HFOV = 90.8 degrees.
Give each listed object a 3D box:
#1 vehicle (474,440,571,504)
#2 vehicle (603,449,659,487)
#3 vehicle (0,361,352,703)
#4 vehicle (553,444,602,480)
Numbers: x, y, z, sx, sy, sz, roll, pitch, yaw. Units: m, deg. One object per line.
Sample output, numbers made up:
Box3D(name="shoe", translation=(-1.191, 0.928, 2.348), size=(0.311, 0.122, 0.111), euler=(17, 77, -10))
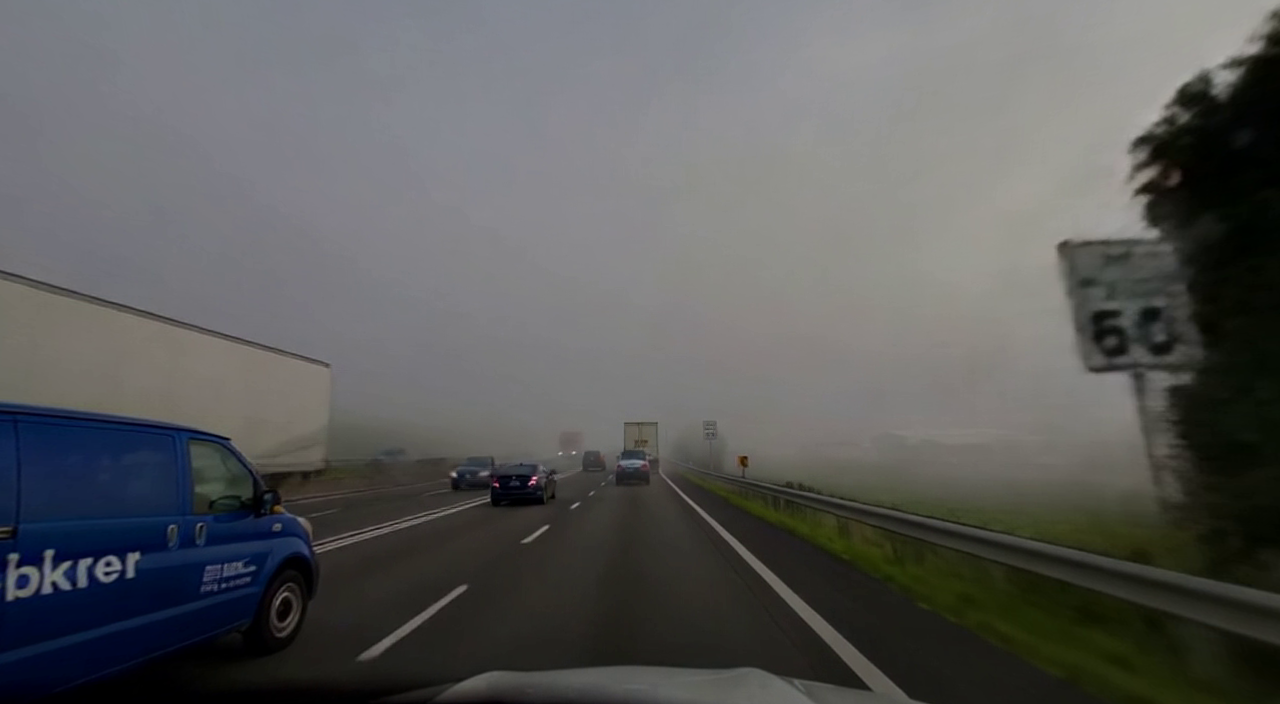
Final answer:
Box3D(name="vehicle", translation=(-3.204, 3.349, 18.086), size=(1.937, 1.600, 4.141), euler=(-1, -9, 1))
Box3D(name="vehicle", translation=(-0.331, 4.635, 25.554), size=(2.095, 1.393, 3.908), euler=(0, -9, 0))
Box3D(name="vehicle", translation=(-3.314, 0.948, 2.583), size=(2.117, 1.688, 4.582), euler=(0, -9, 0))
Box3D(name="vehicle", translation=(-3.099, 5.550, 32.031), size=(1.994, 1.663, 4.047), euler=(-1, -9, 1))
